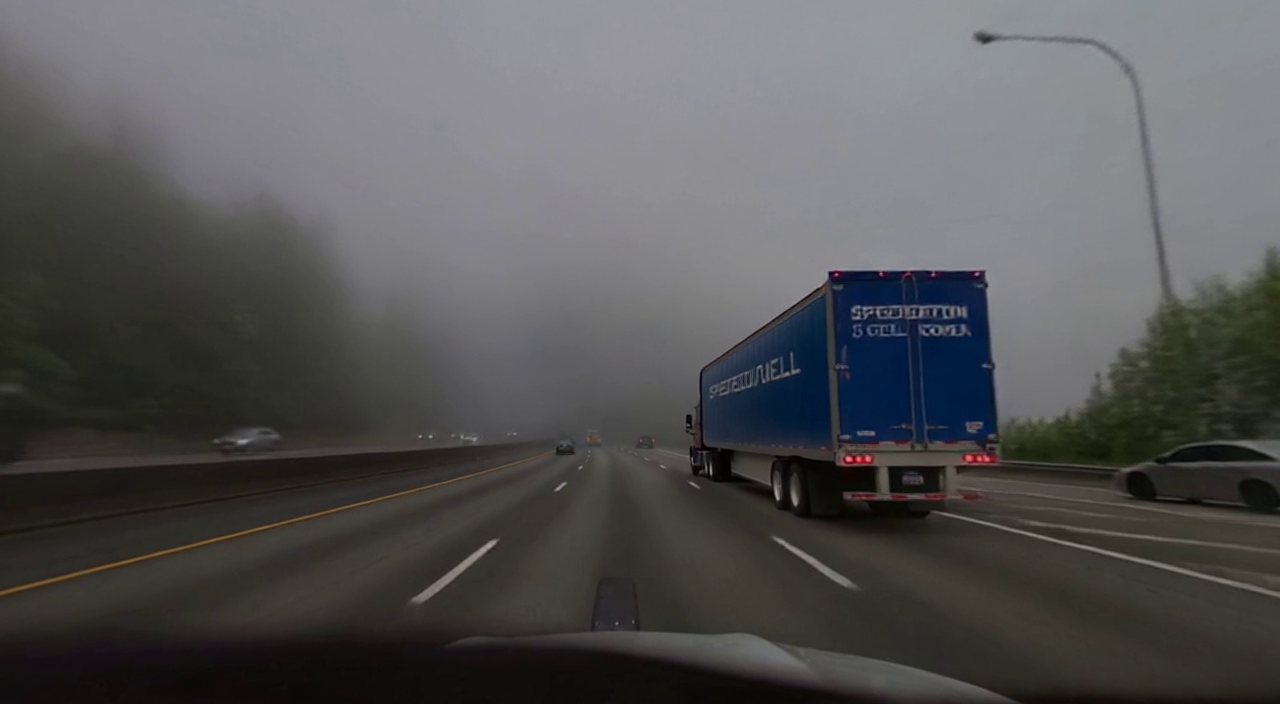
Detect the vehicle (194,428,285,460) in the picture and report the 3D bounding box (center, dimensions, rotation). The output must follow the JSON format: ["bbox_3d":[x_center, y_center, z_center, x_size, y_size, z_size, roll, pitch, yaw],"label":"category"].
[{"bbox_3d":[-19.838,4.583,31.427,1.861,1.482,4.200,0,-8,-2],"label":"vehicle"}]

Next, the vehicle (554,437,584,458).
[{"bbox_3d":[-5.443,7.336,48.613,2.030,1.547,3.862,0,-8,-3],"label":"vehicle"}]

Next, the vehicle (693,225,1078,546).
[{"bbox_3d":[3.643,1.322,15.056,2.910,4.051,14.278,0,-8,-3],"label":"vehicle"}]

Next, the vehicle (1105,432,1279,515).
[{"bbox_3d":[13.537,2.628,14.033,1.975,1.655,4.814,2,-8,-14],"label":"vehicle"}]
